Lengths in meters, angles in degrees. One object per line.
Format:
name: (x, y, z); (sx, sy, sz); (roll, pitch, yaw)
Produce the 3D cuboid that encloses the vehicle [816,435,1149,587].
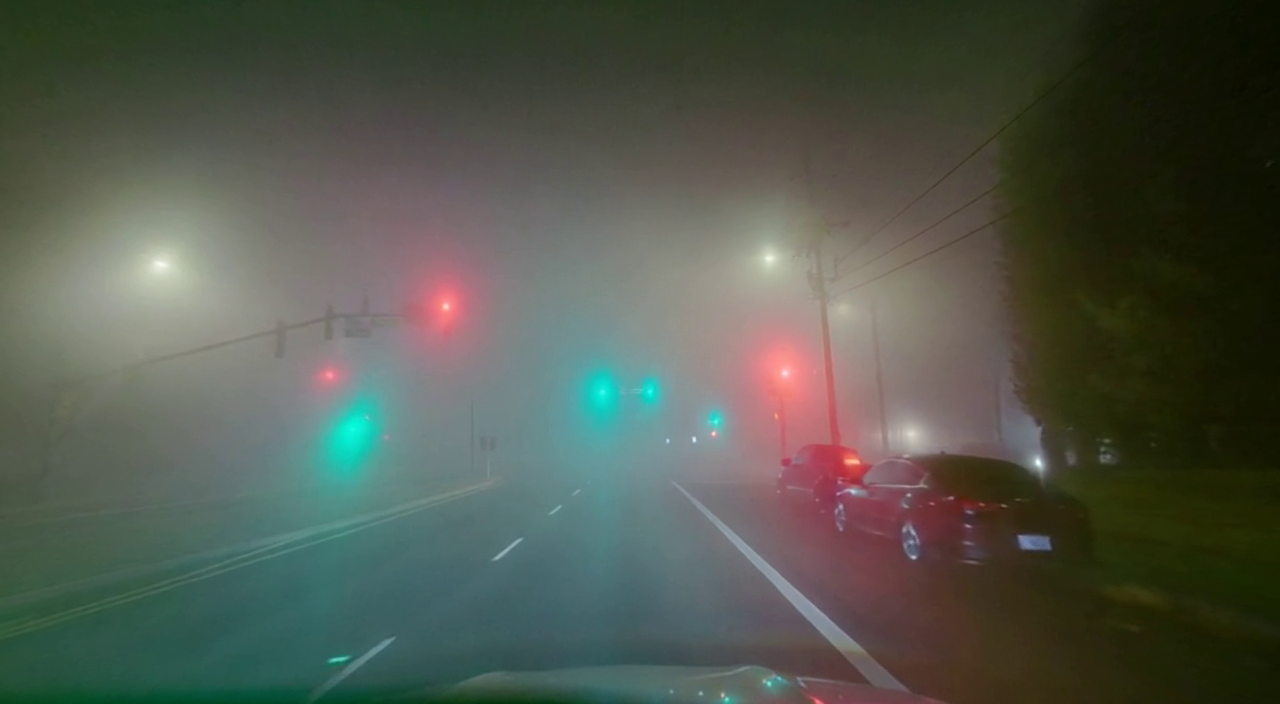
vehicle: (3.955, 1.895, 8.446); (1.833, 1.444, 4.589); (0, -9, -1)
